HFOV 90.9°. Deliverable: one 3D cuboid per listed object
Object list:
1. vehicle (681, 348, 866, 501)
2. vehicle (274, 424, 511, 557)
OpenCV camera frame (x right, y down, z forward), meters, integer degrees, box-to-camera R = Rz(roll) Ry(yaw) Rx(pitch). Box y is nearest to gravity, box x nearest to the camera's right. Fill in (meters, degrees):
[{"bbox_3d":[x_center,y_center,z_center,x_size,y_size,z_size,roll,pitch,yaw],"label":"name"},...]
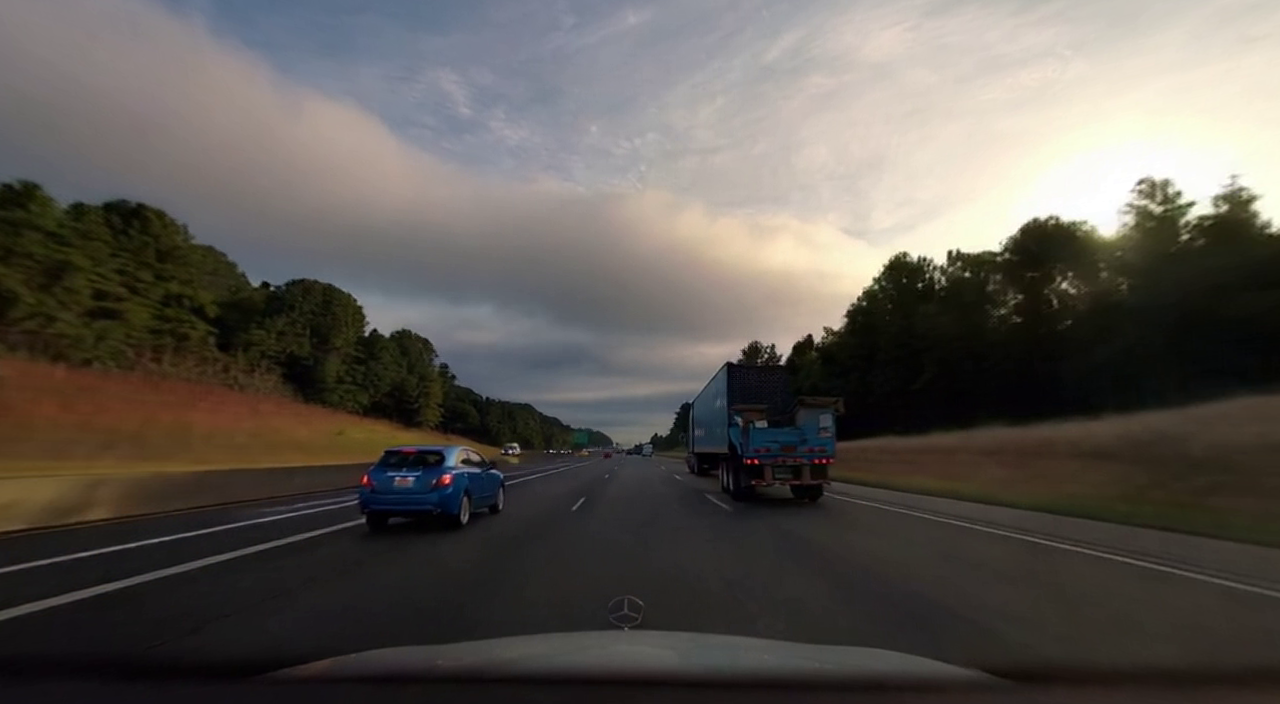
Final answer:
[{"bbox_3d":[4.210,3.340,26.128,3.532,4.201,17.611,0,-9,-1],"label":"vehicle"},{"bbox_3d":[-3.612,2.115,10.269,2.115,1.670,4.261,0,-9,0],"label":"vehicle"}]
